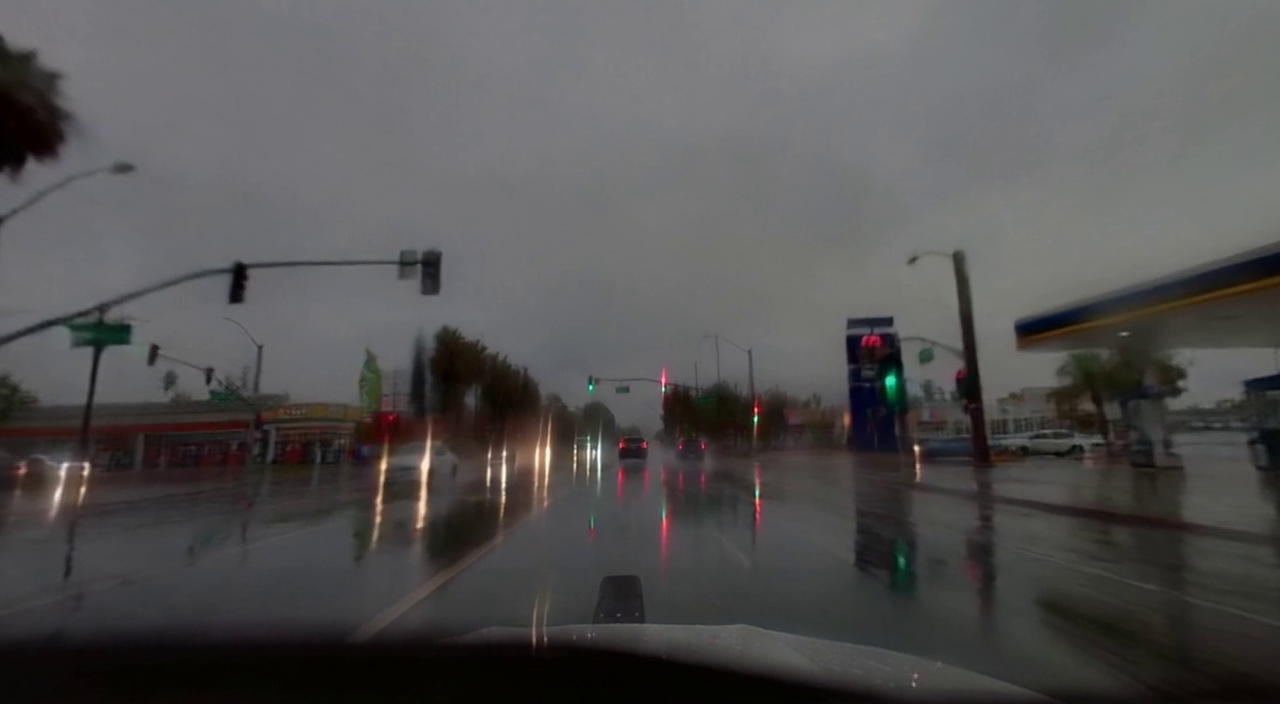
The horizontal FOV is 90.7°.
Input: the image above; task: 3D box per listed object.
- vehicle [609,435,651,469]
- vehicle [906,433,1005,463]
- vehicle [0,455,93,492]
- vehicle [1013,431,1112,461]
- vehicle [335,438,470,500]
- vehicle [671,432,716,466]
[{"bbox_3d":[-0.528,5.513,35.071,2.177,1.754,3.815,0,-8,-1],"label":"vehicle"},{"bbox_3d":[18.585,5.652,37.383,4.685,1.704,2.118,0,-8,-2],"label":"vehicle"},{"bbox_3d":[-28.251,5.569,28.922,4.659,1.475,1.910,-2,-8,-2],"label":"vehicle"},{"bbox_3d":[24.966,5.577,37.502,4.398,1.700,2.012,0,-9,-3],"label":"vehicle"},{"bbox_3d":[-6.319,3.154,17.509,1.979,1.480,4.553,0,-8,0],"label":"vehicle"},{"bbox_3d":[3.161,5.952,38.820,2.190,1.913,5.174,0,-8,-1],"label":"vehicle"}]
